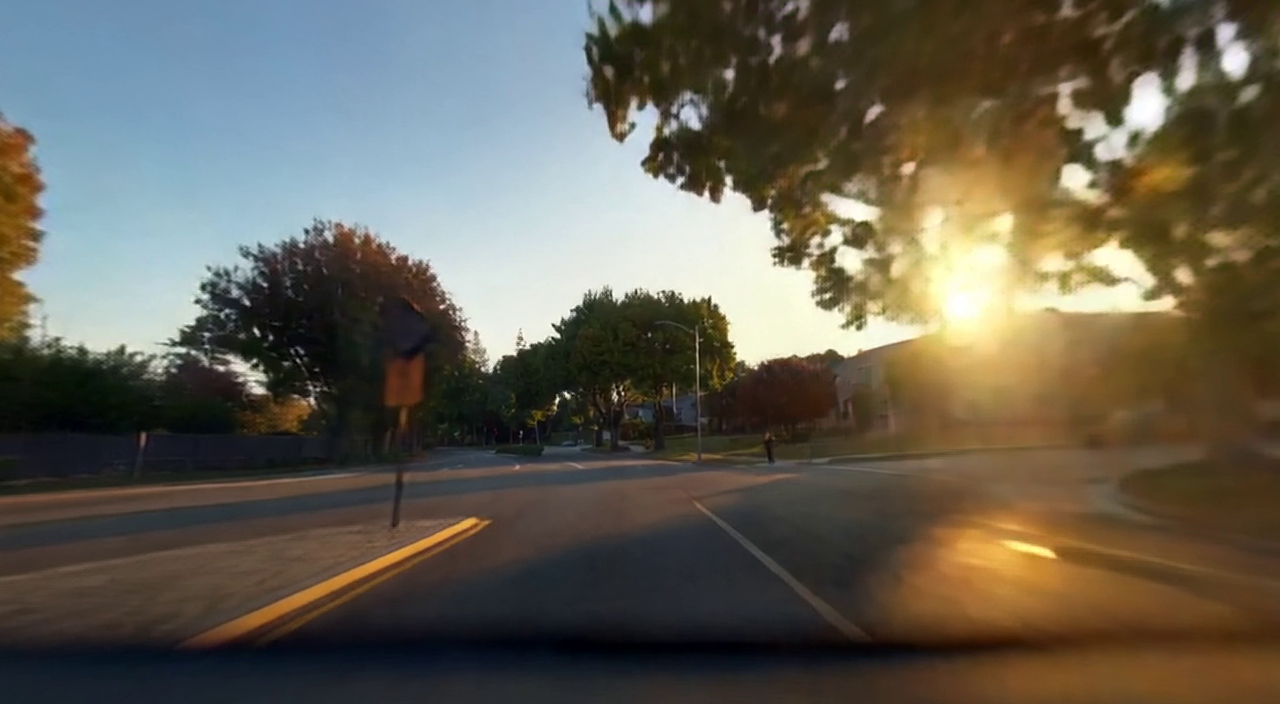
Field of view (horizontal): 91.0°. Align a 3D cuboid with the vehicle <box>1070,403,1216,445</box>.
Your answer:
[{"bbox_3d":[20.747,3.062,26.268,4.499,1.627,2.003,-5,-10,33],"label":"vehicle"}]

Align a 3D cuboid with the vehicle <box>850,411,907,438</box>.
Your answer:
[{"bbox_3d":[17.528,5.375,46.209,4.740,1.779,2.023,8,-12,-44],"label":"vehicle"}]
